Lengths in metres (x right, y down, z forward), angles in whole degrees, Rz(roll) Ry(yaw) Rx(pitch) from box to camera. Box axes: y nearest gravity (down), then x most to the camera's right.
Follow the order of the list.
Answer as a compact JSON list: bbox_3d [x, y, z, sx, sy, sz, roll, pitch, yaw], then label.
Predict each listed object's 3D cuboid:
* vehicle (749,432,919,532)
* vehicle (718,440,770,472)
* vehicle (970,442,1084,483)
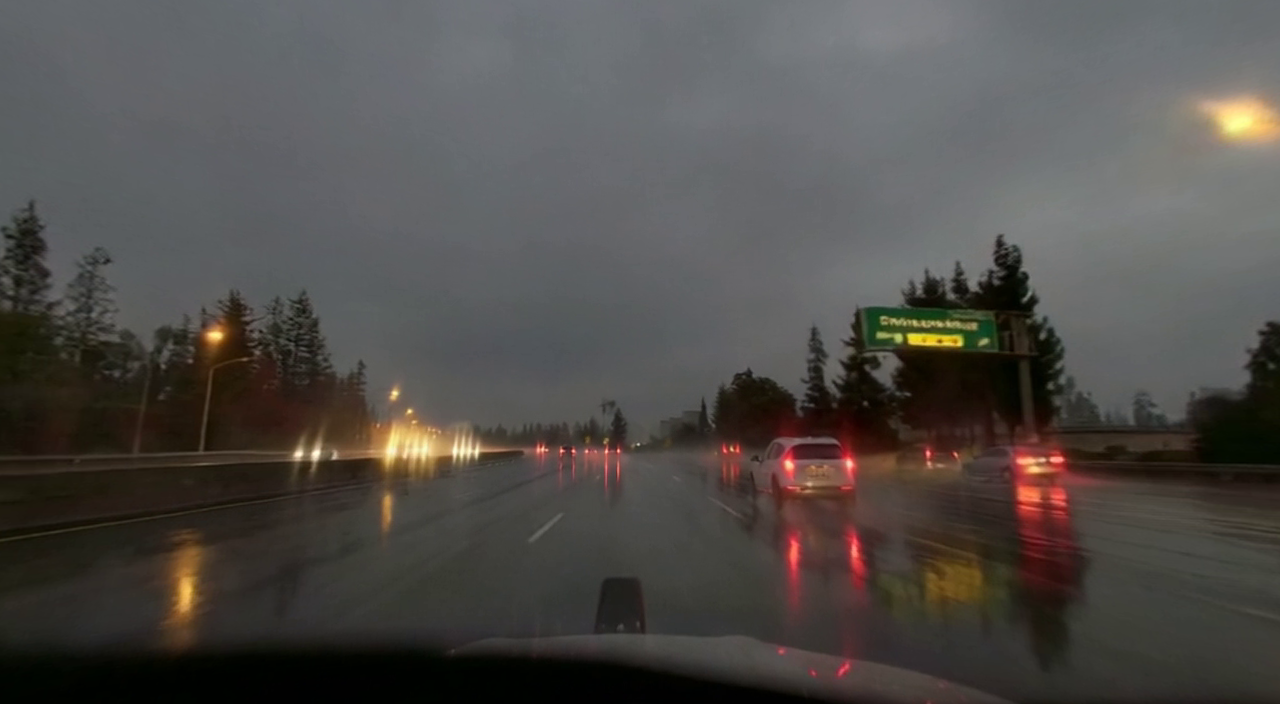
[{"bbox_3d":[3.411,2.360,11.942,1.975,1.562,3.823,0,-9,0],"label":"vehicle"},{"bbox_3d":[6.224,6.287,38.378,2.167,1.793,4.683,0,-9,-3],"label":"vehicle"},{"bbox_3d":[15.454,4.423,25.491,1.878,1.486,4.636,-1,-9,4],"label":"vehicle"}]
